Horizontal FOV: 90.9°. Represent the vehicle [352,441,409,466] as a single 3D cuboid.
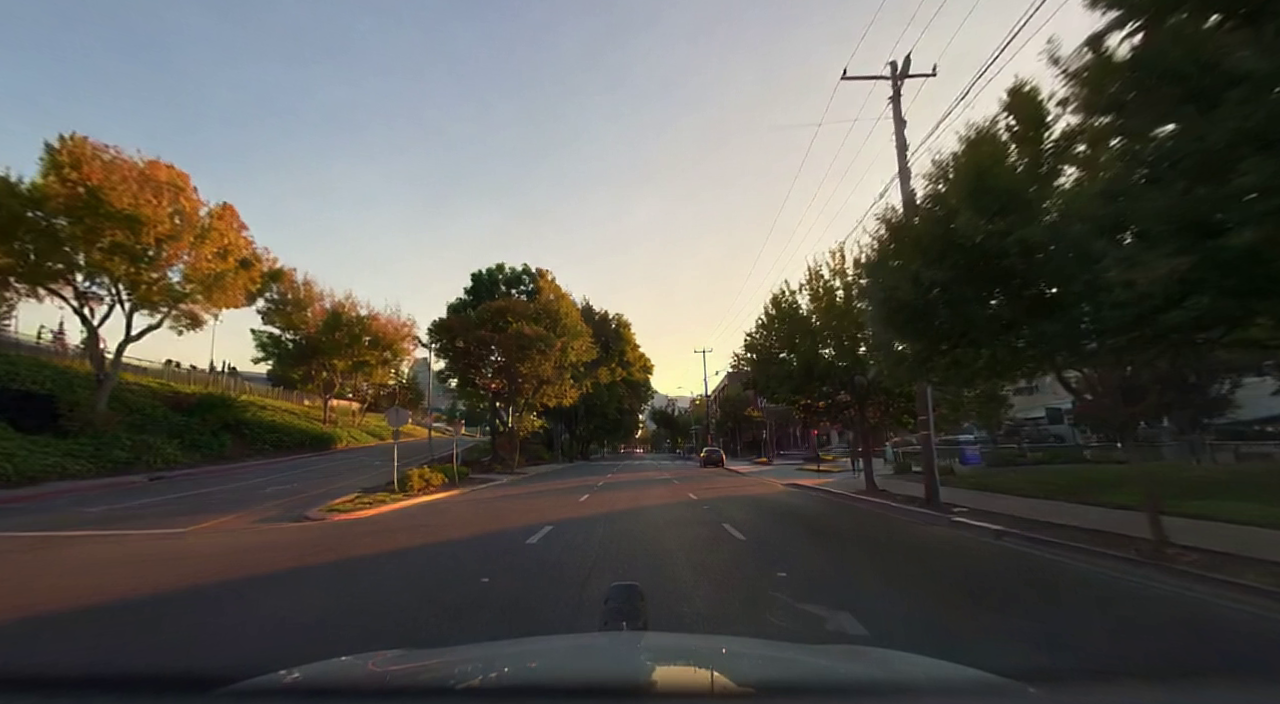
[{"bbox_3d":[-16.071,6.289,39.279,1.960,1.436,4.584,1,-8,-5],"label":"vehicle"}]
